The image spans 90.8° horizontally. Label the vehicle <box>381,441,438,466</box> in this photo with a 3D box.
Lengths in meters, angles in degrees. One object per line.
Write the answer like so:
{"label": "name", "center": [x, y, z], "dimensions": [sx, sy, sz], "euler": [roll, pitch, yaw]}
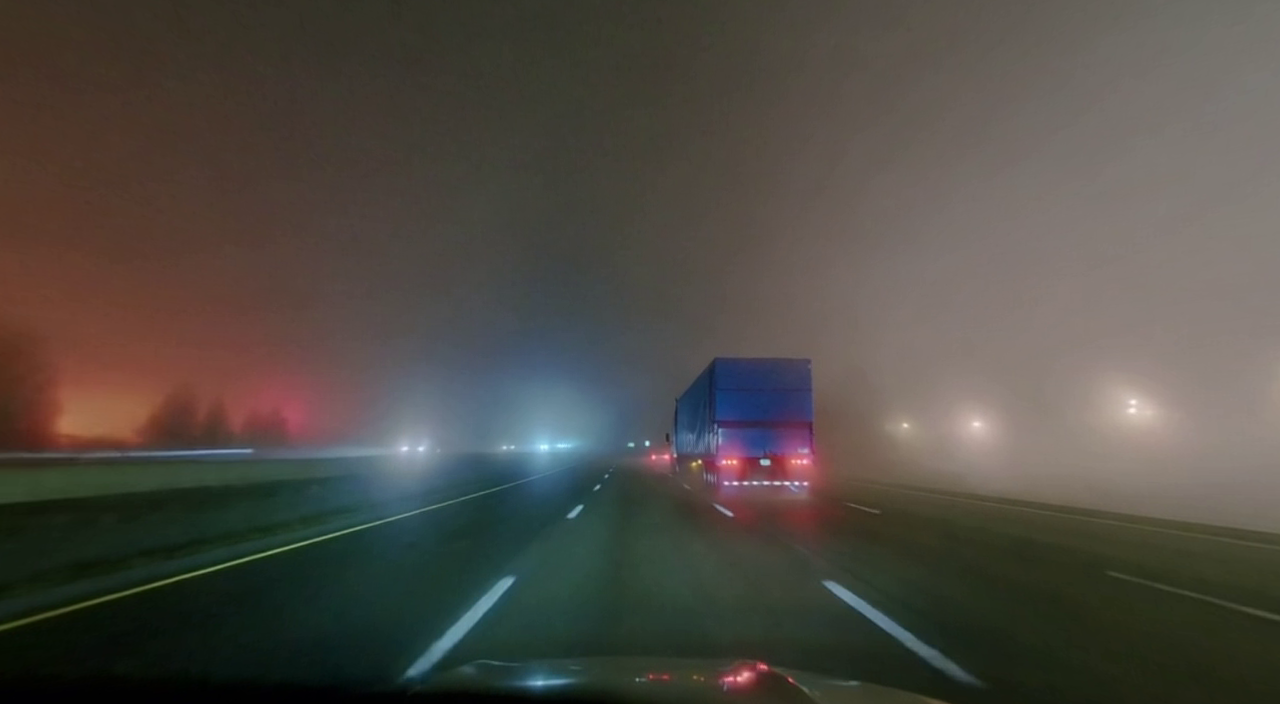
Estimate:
{"label": "vehicle", "center": [-15.341, 6.807, 42.316], "dimensions": [1.992, 1.520, 4.889], "euler": [0, -9, 0]}

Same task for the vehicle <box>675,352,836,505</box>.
{"label": "vehicle", "center": [3.593, 3.329, 25.514], "dimensions": [3.462, 4.177, 16.311], "euler": [0, -9, 0]}
